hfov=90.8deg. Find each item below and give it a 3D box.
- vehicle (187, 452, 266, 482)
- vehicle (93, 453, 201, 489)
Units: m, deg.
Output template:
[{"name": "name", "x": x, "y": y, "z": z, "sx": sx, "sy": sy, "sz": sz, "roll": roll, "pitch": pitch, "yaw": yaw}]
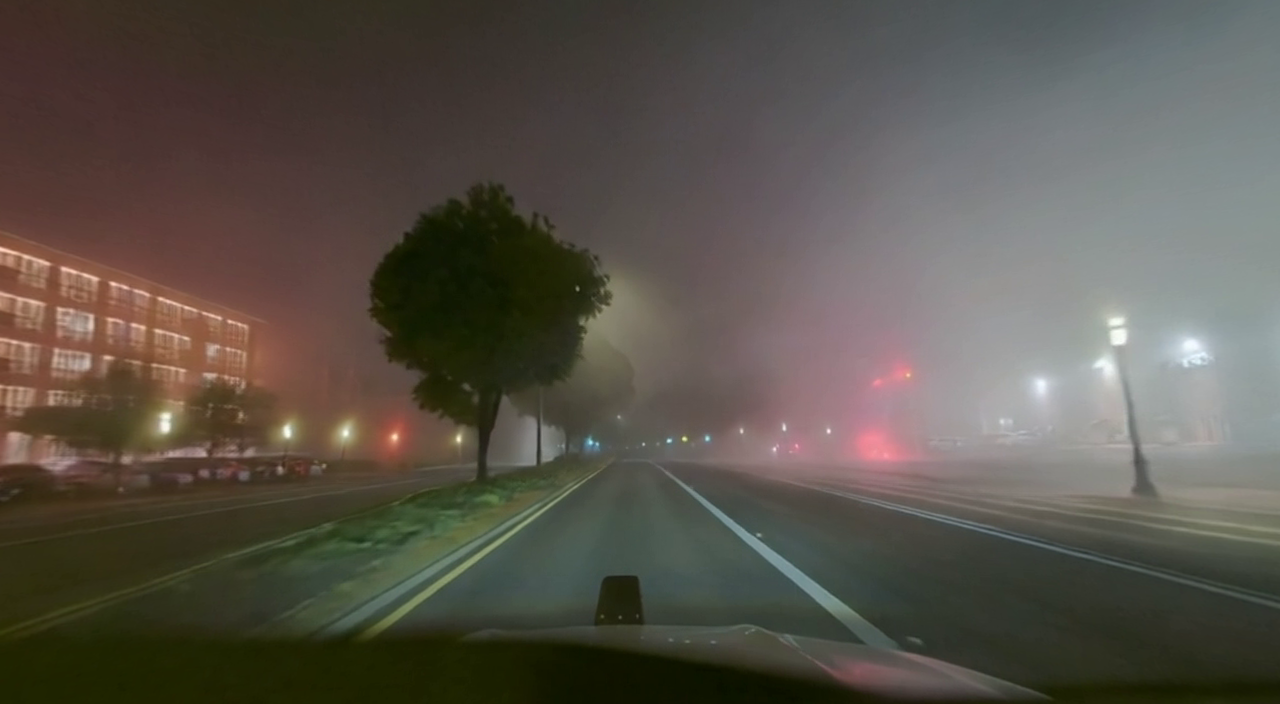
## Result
[{"name": "vehicle", "x": -25.474, "y": 7.058, "z": 39.153, "sx": 1.979, "sy": 1.652, "sz": 4.678, "roll": 0, "pitch": -8, "yaw": -5}, {"name": "vehicle", "x": -25.935, "y": 6.242, "z": 33.447, "sx": 1.911, "sy": 1.706, "sz": 4.327, "roll": -1, "pitch": -8, "yaw": 5}]
